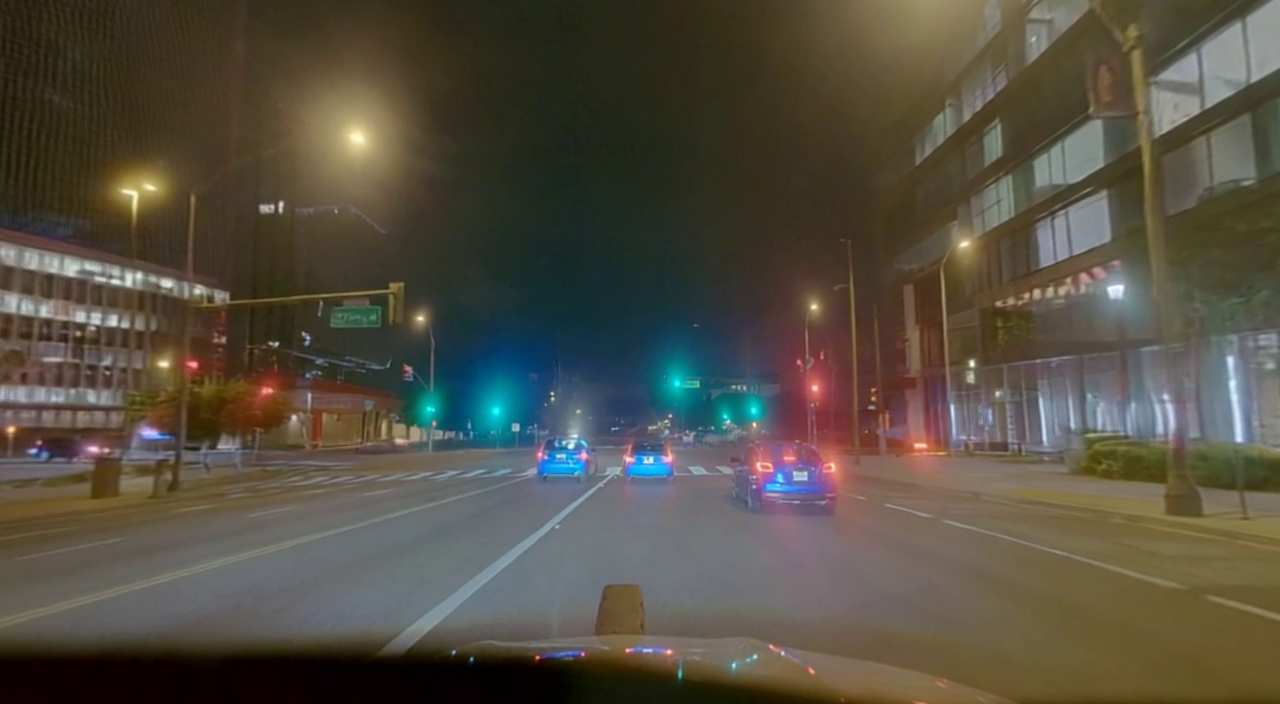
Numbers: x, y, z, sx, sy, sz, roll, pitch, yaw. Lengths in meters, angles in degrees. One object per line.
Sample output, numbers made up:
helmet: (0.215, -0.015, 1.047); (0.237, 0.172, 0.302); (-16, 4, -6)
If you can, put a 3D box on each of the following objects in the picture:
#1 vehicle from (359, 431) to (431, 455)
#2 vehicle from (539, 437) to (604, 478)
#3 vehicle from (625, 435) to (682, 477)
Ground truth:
vehicle: (-19.170, 7.164, 49.630); (4.964, 1.789, 1.941); (1, -9, -10)
vehicle: (-2.655, 4.217, 25.520); (1.995, 1.479, 4.627); (0, -9, 1)
vehicle: (0.500, 4.007, 24.407); (2.016, 1.478, 3.795); (0, -9, 1)
